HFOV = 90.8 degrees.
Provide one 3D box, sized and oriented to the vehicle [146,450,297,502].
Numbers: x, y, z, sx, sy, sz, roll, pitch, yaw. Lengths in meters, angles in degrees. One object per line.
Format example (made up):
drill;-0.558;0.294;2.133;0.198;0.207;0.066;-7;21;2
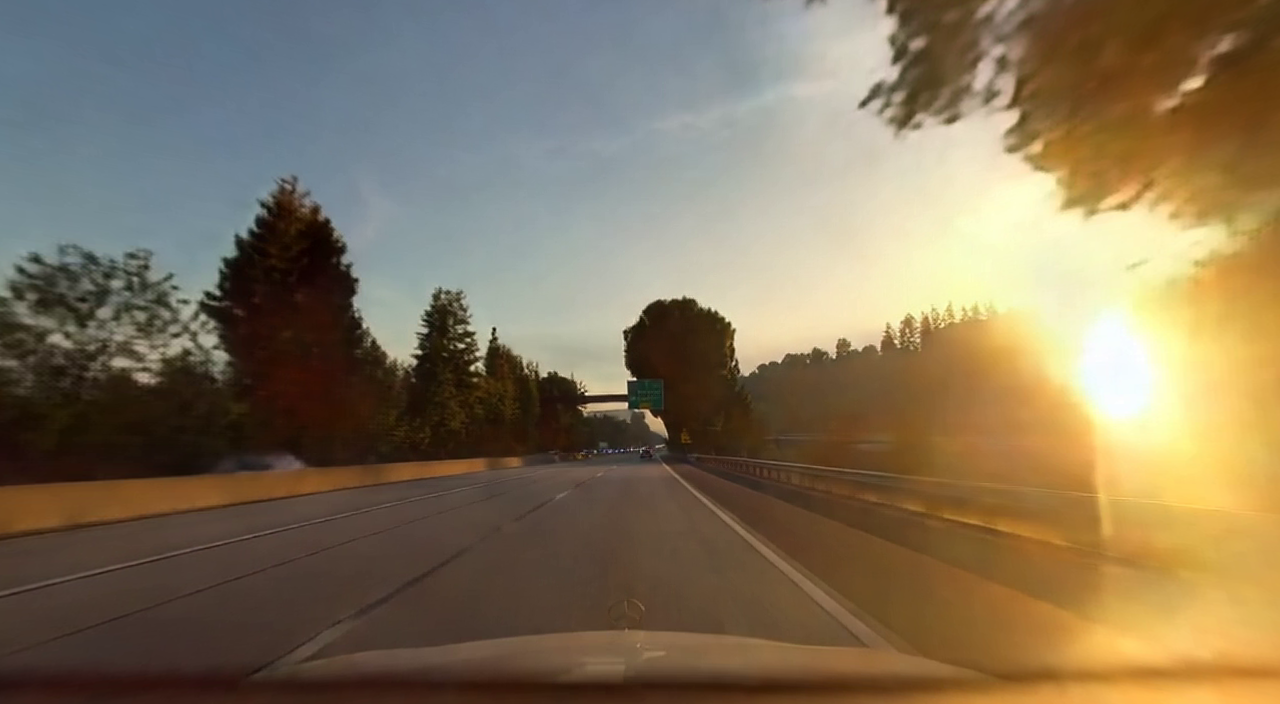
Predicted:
vehicle;-13.345;3.936;20.517;1.866;1.474;4.402;0;-9;1
